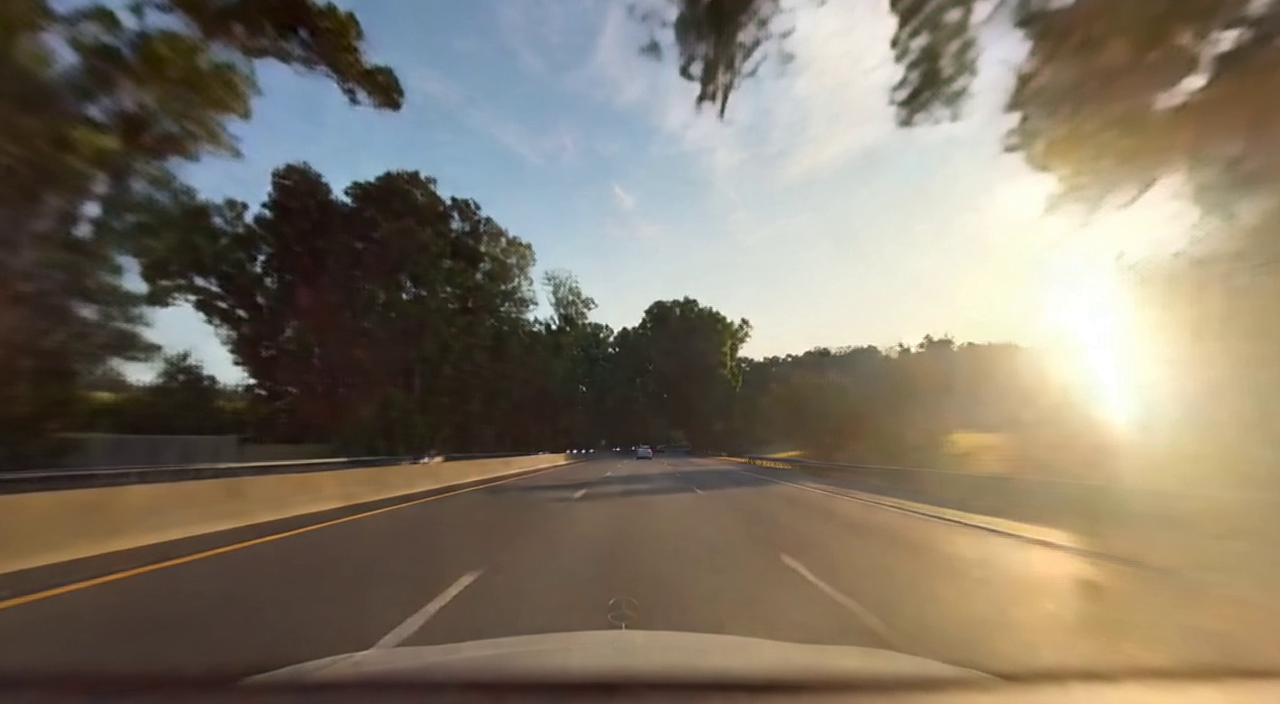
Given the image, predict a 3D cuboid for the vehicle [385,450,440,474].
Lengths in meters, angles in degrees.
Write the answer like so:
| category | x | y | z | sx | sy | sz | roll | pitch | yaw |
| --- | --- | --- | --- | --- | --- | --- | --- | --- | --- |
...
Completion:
| category | x | y | z | sx | sy | sz | roll | pitch | yaw |
| --- | --- | --- | --- | --- | --- | --- | --- | --- | --- |
| vehicle | -15.305 | 7.407 | 42.680 | 1.831 | 1.502 | 4.883 | 0 | -9 | 1 |
